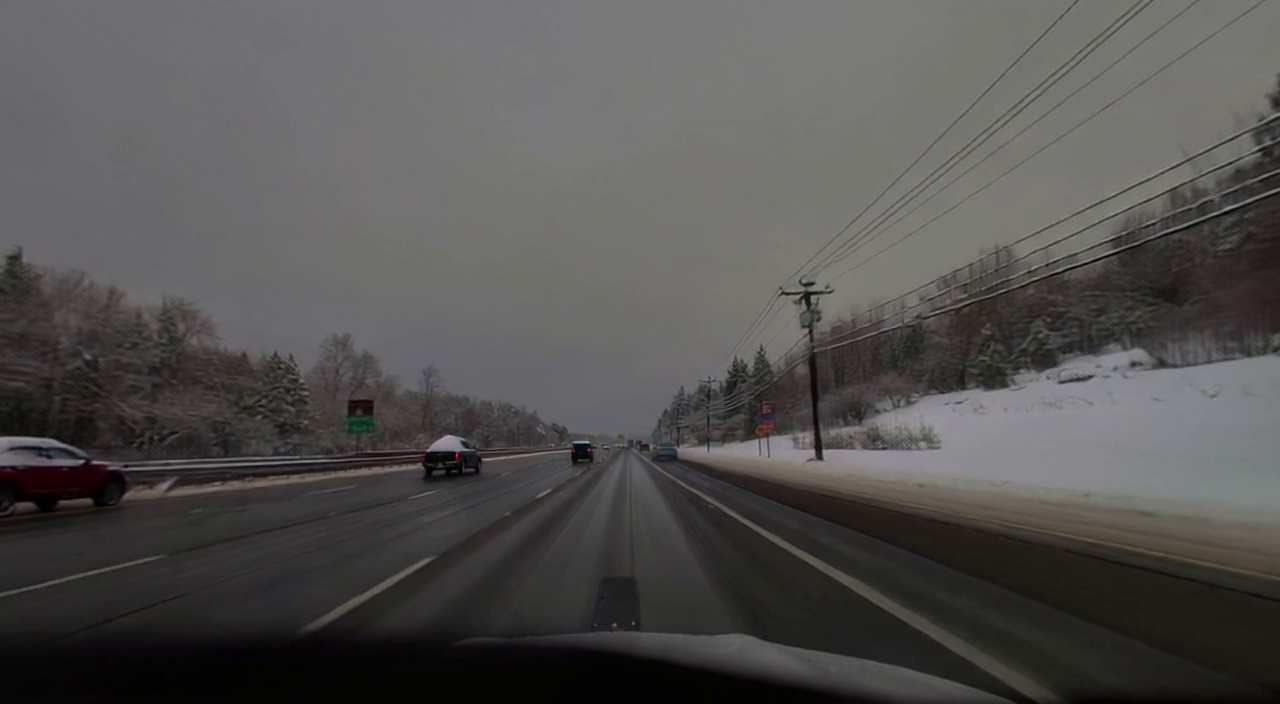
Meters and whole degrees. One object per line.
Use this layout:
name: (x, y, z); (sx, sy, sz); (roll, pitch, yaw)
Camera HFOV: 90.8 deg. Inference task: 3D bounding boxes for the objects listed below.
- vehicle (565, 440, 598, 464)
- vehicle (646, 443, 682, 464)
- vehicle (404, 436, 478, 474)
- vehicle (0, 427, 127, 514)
vehicle: (-4.324, 7.502, 47.638); (2.121, 1.673, 4.443); (0, -9, -1)
vehicle: (1.645, 7.117, 44.297); (2.015, 1.391, 3.897); (1, -9, -5)
vehicle: (-10.086, 5.261, 32.485); (2.115, 1.799, 5.444); (0, -9, -1)
vehicle: (-13.966, 2.463, 13.179); (2.257, 1.727, 5.036); (0, -9, 0)
